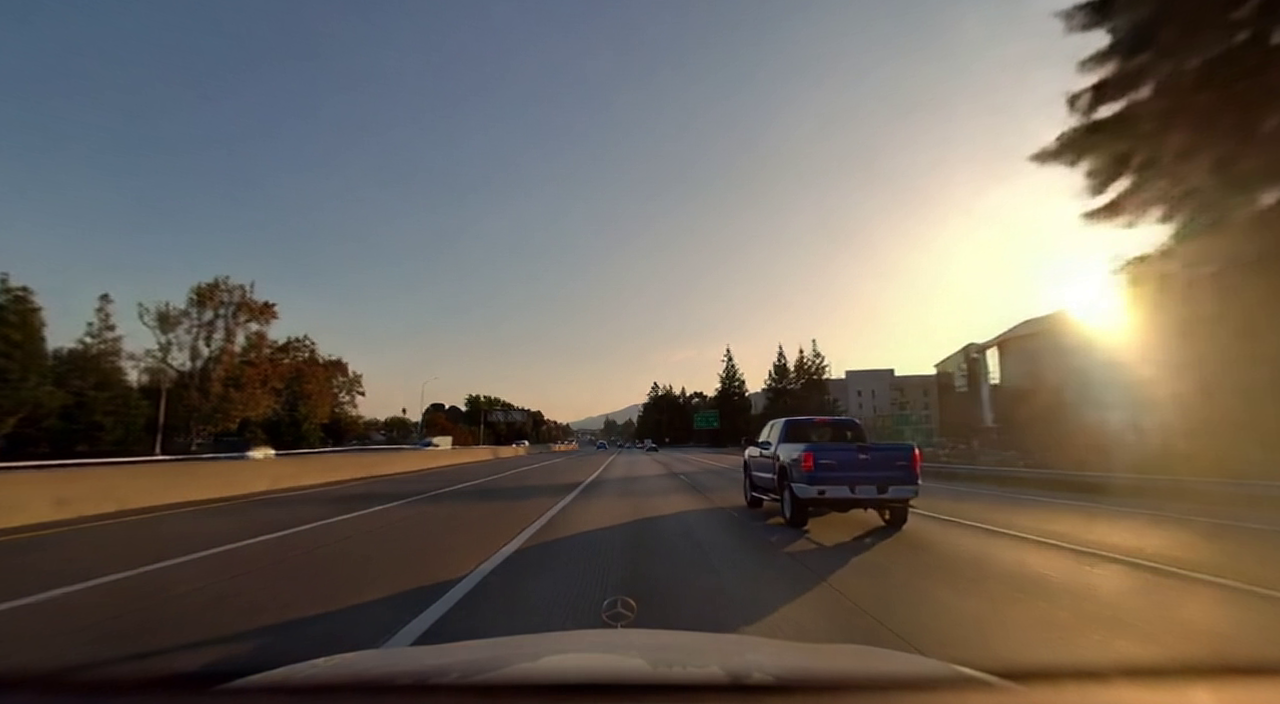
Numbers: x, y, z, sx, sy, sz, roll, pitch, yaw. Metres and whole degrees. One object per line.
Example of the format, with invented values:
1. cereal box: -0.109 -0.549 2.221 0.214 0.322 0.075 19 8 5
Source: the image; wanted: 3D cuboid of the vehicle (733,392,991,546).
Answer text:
1. vehicle: 3.231 1.850 10.604 2.462 1.984 4.718 0 -8 -2
